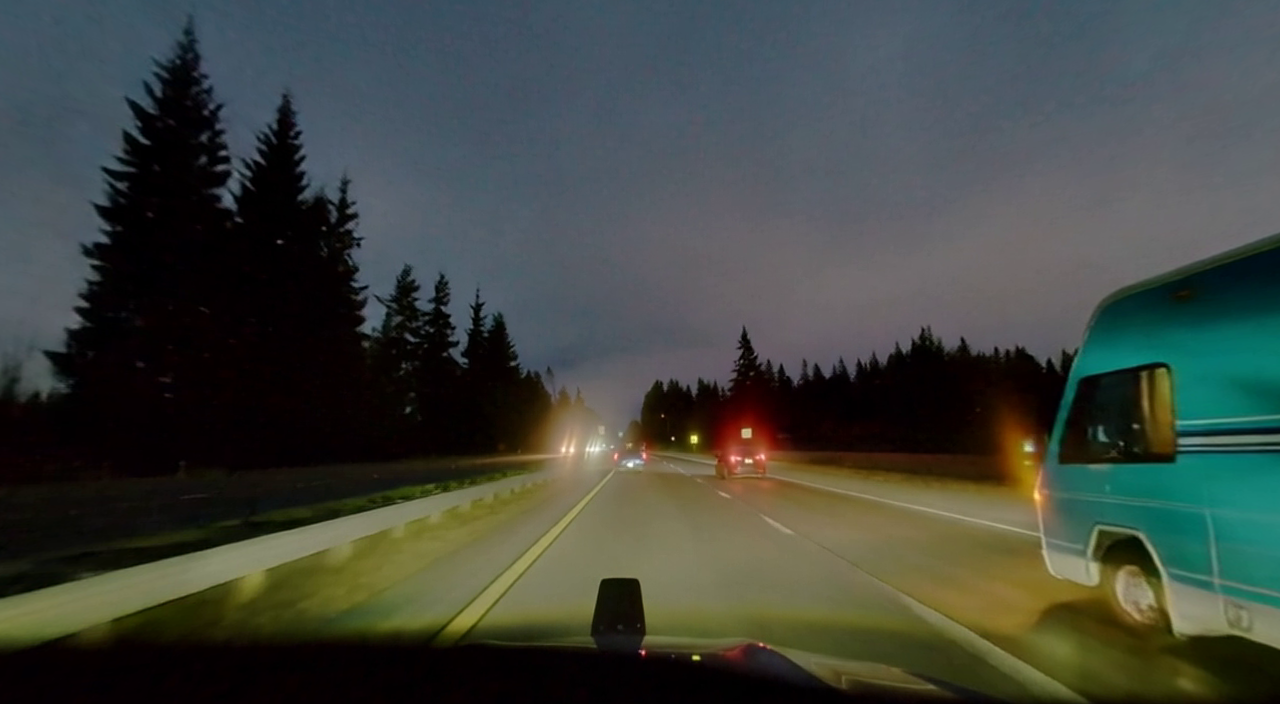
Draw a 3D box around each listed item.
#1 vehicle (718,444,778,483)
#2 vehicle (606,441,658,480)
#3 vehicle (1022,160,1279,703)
[{"bbox_3d":[4.253,4.453,25.375,1.757,1.459,3.398,0,-9,-1],"label":"vehicle"},{"bbox_3d":[-0.340,4.805,28.132,2.120,1.575,4.018,0,-9,0],"label":"vehicle"},{"bbox_3d":[4.674,0.206,1.736,2.745,2.832,7.035,0,-9,0],"label":"vehicle"}]
